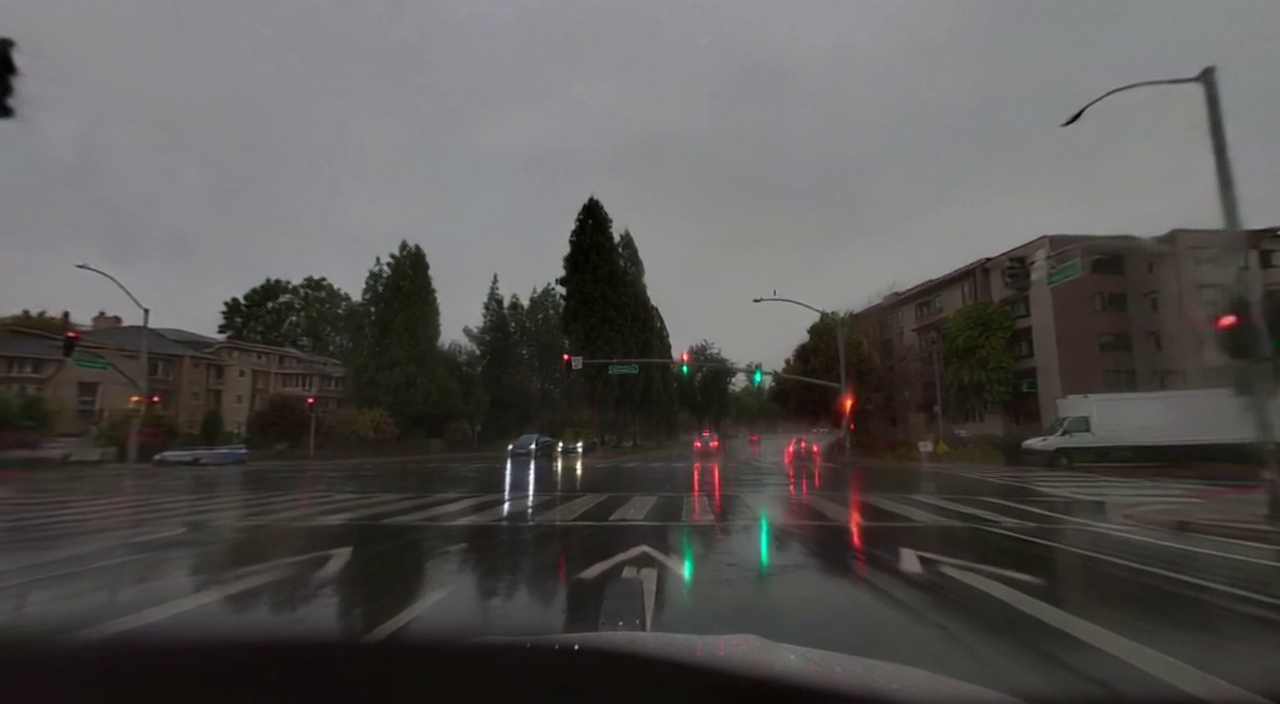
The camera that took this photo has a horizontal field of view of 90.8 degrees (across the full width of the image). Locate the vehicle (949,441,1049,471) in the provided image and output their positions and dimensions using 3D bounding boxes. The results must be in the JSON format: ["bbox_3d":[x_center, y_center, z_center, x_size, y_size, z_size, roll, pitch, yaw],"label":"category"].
[{"bbox_3d":[20.041,5.771,35.353,4.580,1.557,2.023,-6,-11,35],"label":"vehicle"}]

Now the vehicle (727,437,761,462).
[{"bbox_3d":[7.487,6.989,45.389,2.255,1.708,4.328,-2,-9,9],"label":"vehicle"}]

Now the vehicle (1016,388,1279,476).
[{"bbox_3d":[23.465,3.424,26.712,12.701,3.428,3.061,-1,-9,5],"label":"vehicle"}]

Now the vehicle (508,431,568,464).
[{"bbox_3d":[-6.278,5.977,39.416,2.296,1.798,5.303,-5,-9,6],"label":"vehicle"}]
